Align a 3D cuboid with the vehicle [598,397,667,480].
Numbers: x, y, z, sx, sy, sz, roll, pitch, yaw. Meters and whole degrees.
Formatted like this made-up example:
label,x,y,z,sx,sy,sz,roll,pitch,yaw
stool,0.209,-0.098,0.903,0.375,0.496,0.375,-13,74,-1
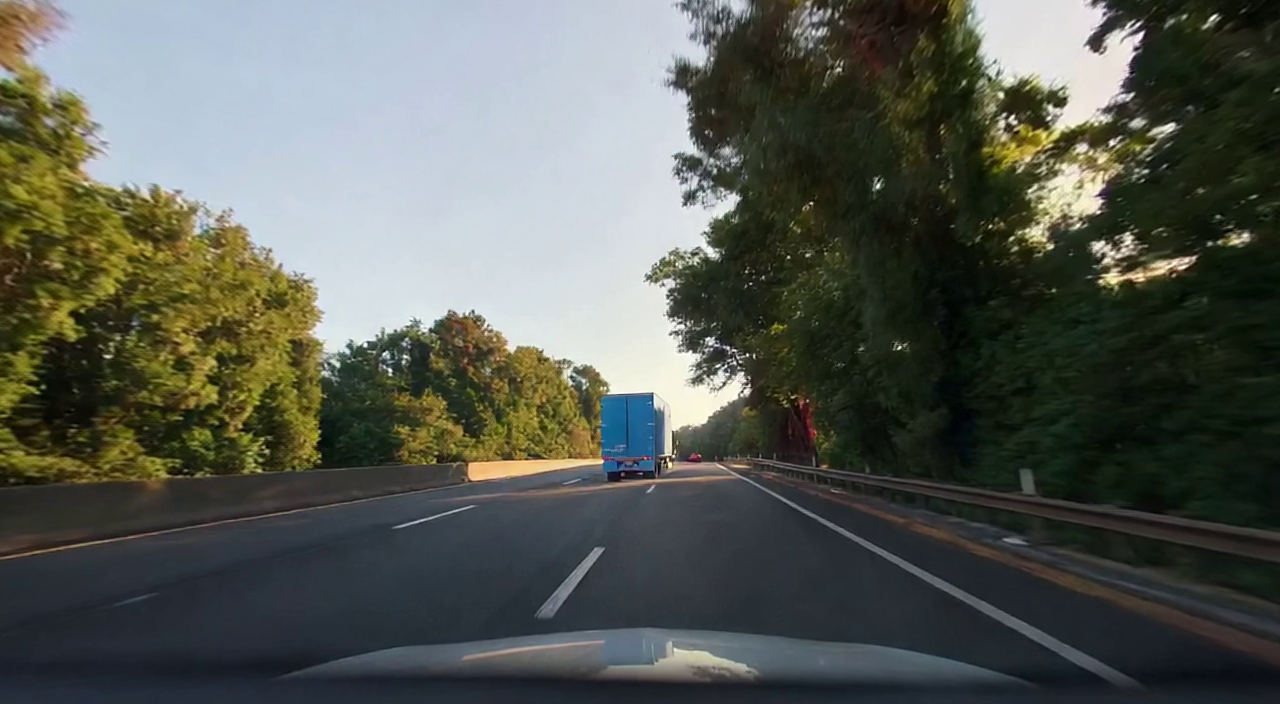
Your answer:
label,x,y,z,sx,sy,sz,roll,pitch,yaw
vehicle,-0.149,4.742,34.075,2.821,3.878,8.925,-1,-9,5
